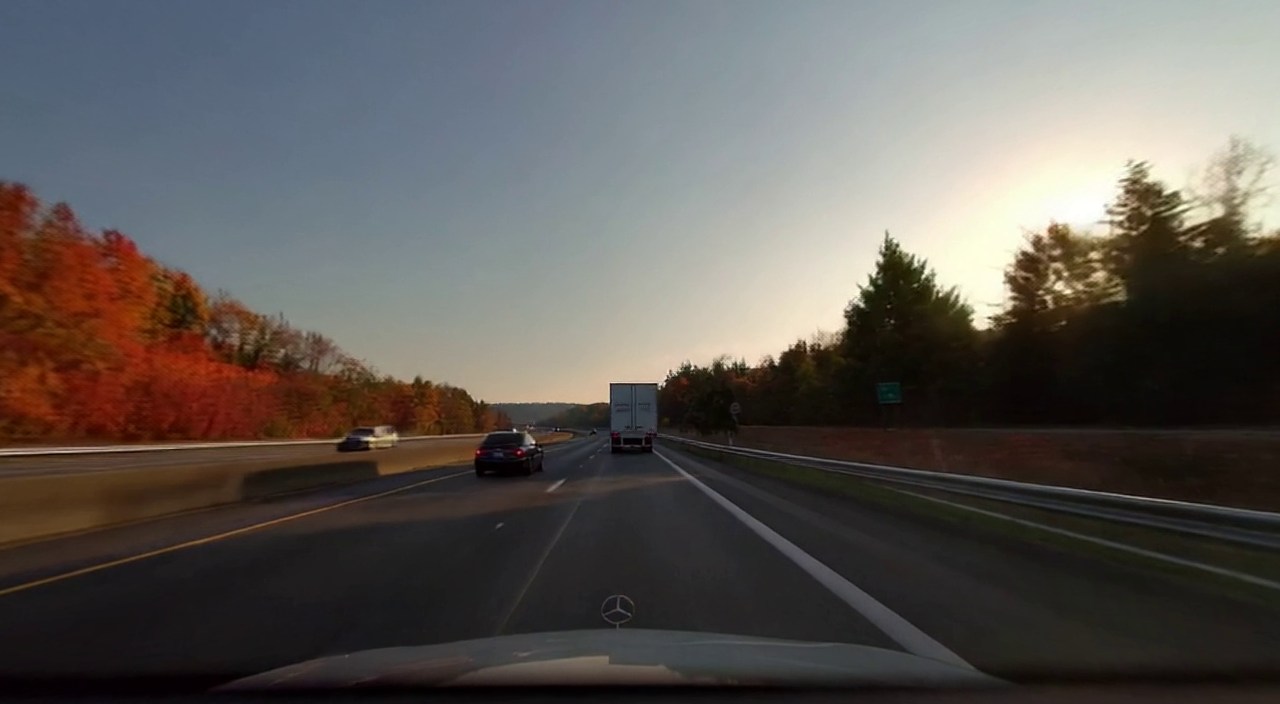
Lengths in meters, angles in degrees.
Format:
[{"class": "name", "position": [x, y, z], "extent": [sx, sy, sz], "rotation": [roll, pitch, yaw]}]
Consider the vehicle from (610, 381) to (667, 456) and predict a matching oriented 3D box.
[{"class": "vehicle", "position": [-0.325, 4.331, 39.503], "extent": [3.013, 4.016, 11.496], "rotation": [0, -8, -2]}]

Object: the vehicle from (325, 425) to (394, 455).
[{"class": "vehicle", "position": [-15.424, 4.838, 34.782], "extent": [1.852, 1.549, 4.211], "rotation": [0, -8, 0]}]

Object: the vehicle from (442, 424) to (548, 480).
[{"class": "vehicle", "position": [-4.253, 3.006, 19.230], "extent": [2.217, 1.495, 4.245], "rotation": [0, -8, 0]}]
